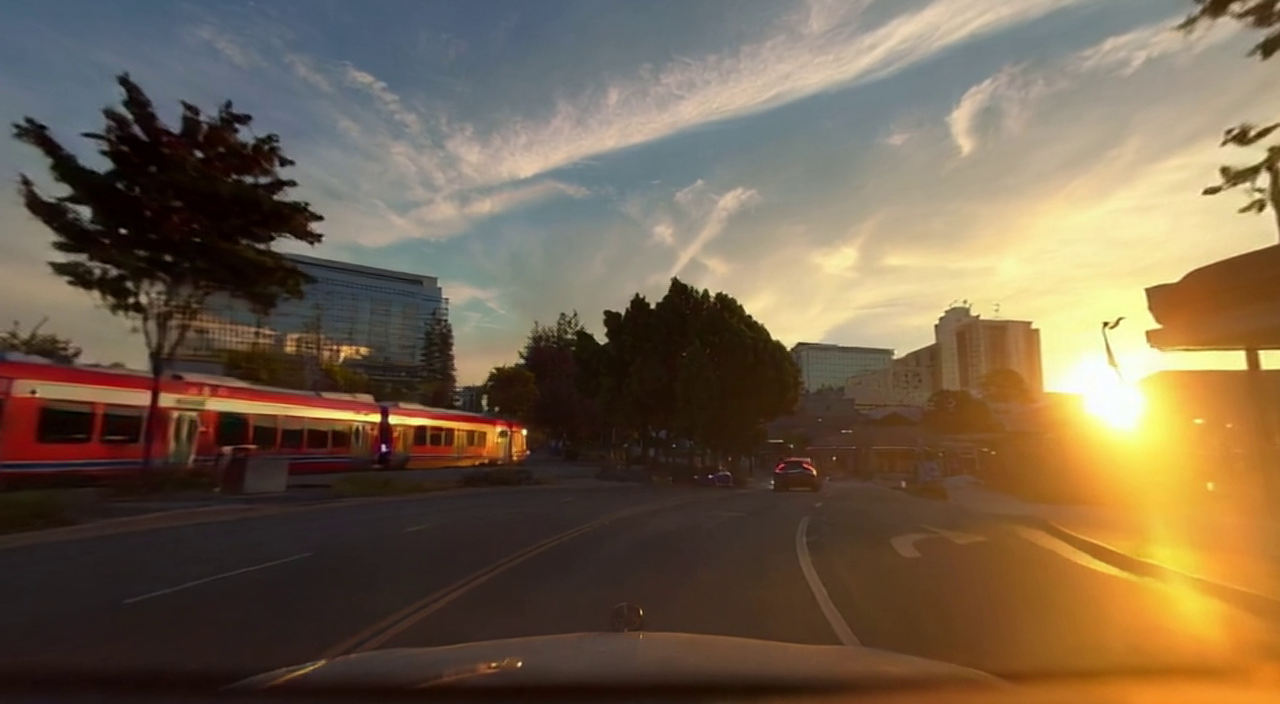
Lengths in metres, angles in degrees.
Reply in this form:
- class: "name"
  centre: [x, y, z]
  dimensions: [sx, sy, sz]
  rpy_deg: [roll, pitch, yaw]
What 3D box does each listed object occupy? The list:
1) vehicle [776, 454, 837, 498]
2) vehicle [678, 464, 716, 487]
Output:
- class: "vehicle"
  centre: [7.557, 5.471, 28.330]
  dimensions: [2.263, 1.765, 4.237]
  rpy_deg: [-3, -9, 19]
- class: "vehicle"
  centre: [4.325, 9.253, 47.636]
  dimensions: [2.042, 1.531, 4.403]
  rpy_deg: [-3, -9, 16]
